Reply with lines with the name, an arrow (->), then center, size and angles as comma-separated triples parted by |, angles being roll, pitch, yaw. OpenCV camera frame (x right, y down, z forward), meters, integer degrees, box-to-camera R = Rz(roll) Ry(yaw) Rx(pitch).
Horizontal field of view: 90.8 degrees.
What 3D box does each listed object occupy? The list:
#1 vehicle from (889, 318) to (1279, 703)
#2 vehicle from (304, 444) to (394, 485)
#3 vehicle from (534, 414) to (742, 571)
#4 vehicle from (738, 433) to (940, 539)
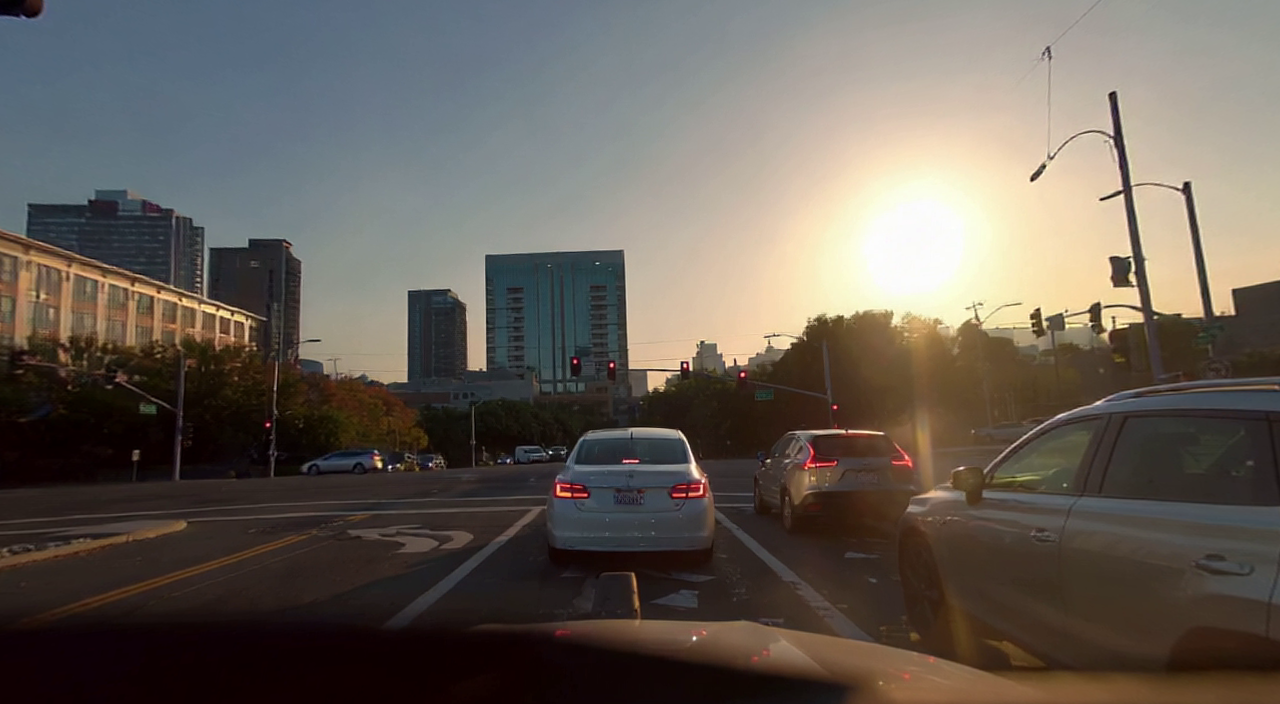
vehicle -> 3.008, 0.864, 2.667 | 2.103, 1.701, 4.294 | 0, -8, -1
vehicle -> -14.234, 5.413, 30.793 | 4.448, 1.837, 2.021 | -6, -11, 37
vehicle -> -0.070, 1.786, 8.758 | 2.188, 1.637, 4.027 | 0, -8, -1
vehicle -> 3.153, 2.215, 11.140 | 2.001, 1.463, 4.398 | 0, -8, -2
